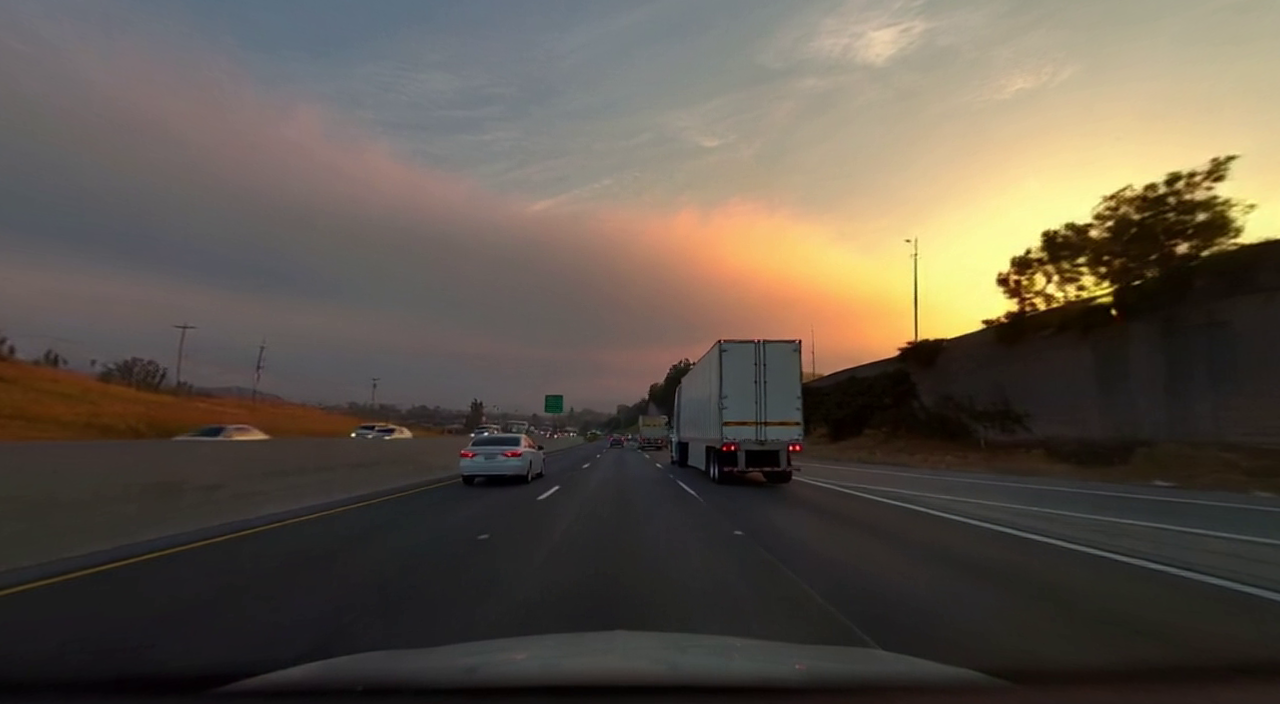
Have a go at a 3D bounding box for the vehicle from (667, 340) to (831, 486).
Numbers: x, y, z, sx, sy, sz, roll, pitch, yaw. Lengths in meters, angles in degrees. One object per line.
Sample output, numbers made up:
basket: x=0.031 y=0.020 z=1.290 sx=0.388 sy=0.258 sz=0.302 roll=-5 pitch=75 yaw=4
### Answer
vehicle: x=3.303 y=2.598 z=24.606 sx=3.241 sy=4.042 sz=14.292 roll=0 pitch=-8 yaw=-3

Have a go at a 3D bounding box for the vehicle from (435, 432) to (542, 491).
vehicle: x=-4.074 y=2.994 z=17.769 sx=1.971 sy=1.444 sz=4.401 roll=0 pitch=-8 yaw=-1

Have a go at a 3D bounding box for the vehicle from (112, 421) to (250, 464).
vehicle: x=-16.588 y=3.286 z=23.082 sx=1.806 sy=1.429 sz=4.397 roll=0 pitch=-8 yaw=-1
